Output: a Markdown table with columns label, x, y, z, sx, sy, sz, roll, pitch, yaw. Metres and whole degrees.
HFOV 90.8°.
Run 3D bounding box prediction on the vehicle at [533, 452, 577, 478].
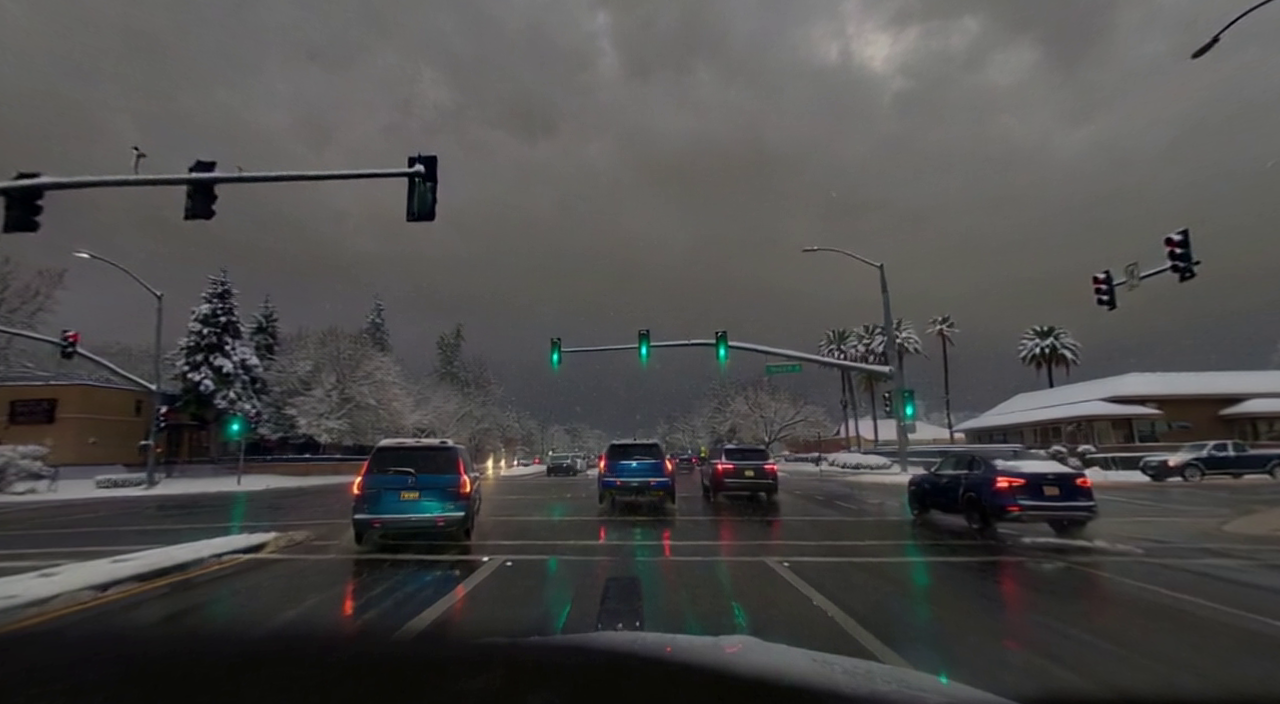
| label | x | y | z | sx | sy | sz | roll | pitch | yaw |
| --- | --- | --- | --- | --- | --- | --- | --- | --- | --- |
| vehicle | -5.109 | 6.839 | 38.450 | 2.030 | 1.441 | 4.324 | -1 | -9 | 1 |

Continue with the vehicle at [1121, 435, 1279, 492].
| label | x | y | z | sx | sy | sz | roll | pitch | yaw |
| --- | --- | --- | --- | --- | --- | --- | --- | --- | --- |
| vehicle | 19.876 | 3.772 | 21.590 | 5.053 | 1.787 | 2.168 | 0 | -9 | -1 |

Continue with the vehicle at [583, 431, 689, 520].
| label | x | y | z | sx | sy | sz | roll | pitch | yaw |
| --- | --- | --- | --- | --- | --- | --- | --- | --- | --- |
| vehicle | -0.142 | 2.820 | 14.958 | 2.151 | 1.787 | 4.109 | 0 | -9 | -2 |

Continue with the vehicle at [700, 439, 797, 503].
| label | x | y | z | sx | sy | sz | roll | pitch | yaw |
| --- | --- | --- | --- | --- | --- | --- | --- | --- | --- |
| vehicle | 3.179 | 3.595 | 19.537 | 2.112 | 1.710 | 4.234 | 0 | -9 | -2 |

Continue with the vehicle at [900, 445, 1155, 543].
| label | x | y | z | sx | sy | sz | roll | pitch | yaw |
| --- | --- | --- | --- | --- | --- | --- | --- | --- | --- |
| vehicle | 6.789 | 2.485 | 11.791 | 1.944 | 1.447 | 4.309 | 0 | -9 | -1 |

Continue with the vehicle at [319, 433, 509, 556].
| label | x | y | z | sx | sy | sz | roll | pitch | yaw |
| --- | --- | --- | --- | --- | --- | --- | --- | --- | --- |
| vehicle | -3.582 | 2.307 | 11.044 | 2.201 | 1.644 | 4.465 | 1 | -9 | -8 |
